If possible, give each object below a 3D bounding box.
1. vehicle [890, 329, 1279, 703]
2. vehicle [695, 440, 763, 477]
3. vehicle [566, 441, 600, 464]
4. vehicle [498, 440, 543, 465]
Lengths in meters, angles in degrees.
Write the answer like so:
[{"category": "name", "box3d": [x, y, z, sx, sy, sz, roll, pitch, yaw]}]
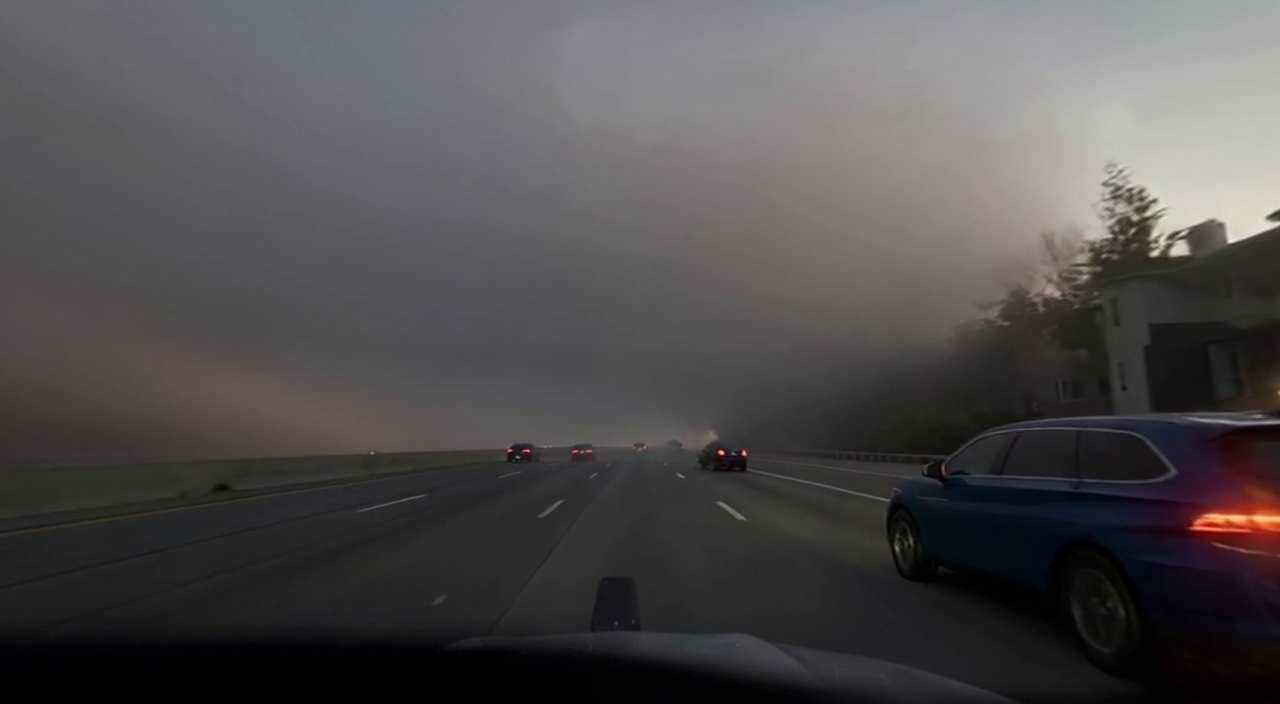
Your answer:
[{"category": "vehicle", "box3d": [3.455, 0.975, 3.774, 2.080, 1.694, 4.286, 0, -9, -1]}, {"category": "vehicle", "box3d": [3.733, 4.564, 27.358, 2.061, 1.459, 4.273, 1, -9, -4]}, {"category": "vehicle", "box3d": [-3.846, 6.852, 43.247, 2.002, 1.466, 4.378, 0, -9, 0]}, {"category": "vehicle", "box3d": [-7.673, 6.534, 41.069, 2.021, 1.496, 4.495, 0, -9, 0]}]
